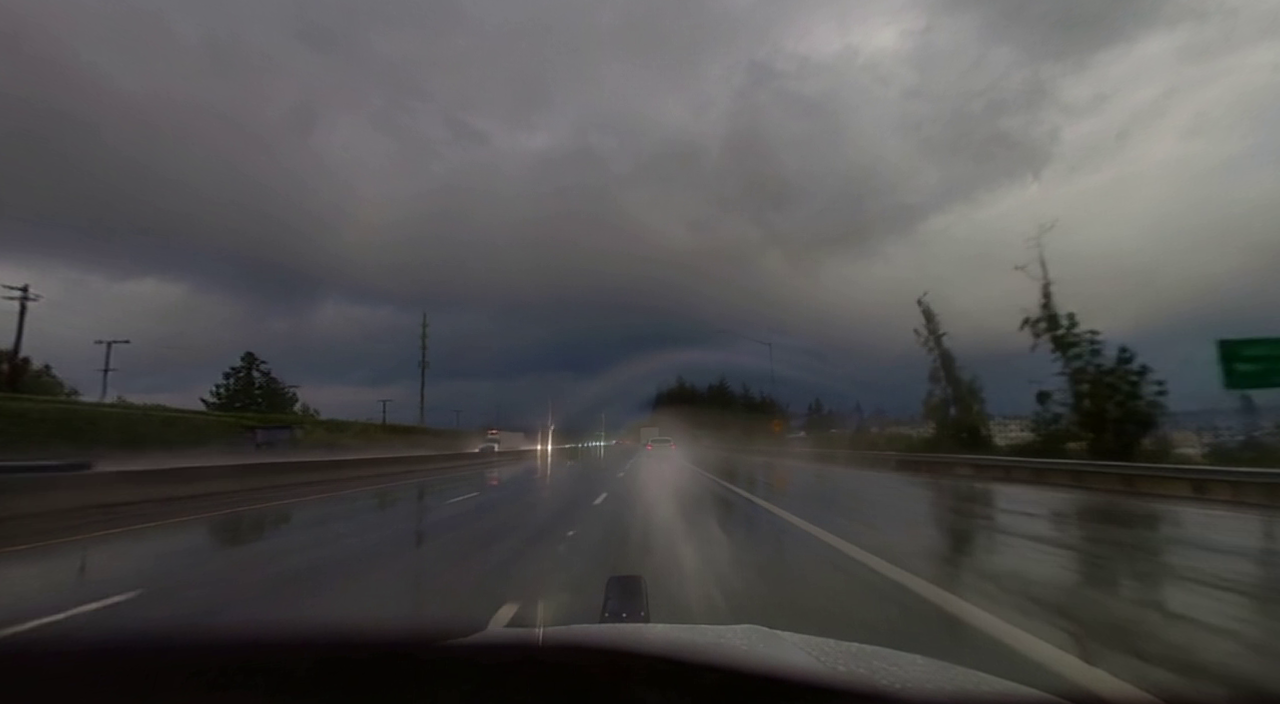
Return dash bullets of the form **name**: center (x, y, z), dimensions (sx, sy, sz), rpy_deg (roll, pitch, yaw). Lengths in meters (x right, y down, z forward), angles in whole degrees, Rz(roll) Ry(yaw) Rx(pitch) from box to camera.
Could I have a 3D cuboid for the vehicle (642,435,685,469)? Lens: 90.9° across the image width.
- **vehicle**: center (1.257, 5.579, 35.452), dimensions (2.260, 1.766, 4.348), rpy_deg (0, -8, 0)
